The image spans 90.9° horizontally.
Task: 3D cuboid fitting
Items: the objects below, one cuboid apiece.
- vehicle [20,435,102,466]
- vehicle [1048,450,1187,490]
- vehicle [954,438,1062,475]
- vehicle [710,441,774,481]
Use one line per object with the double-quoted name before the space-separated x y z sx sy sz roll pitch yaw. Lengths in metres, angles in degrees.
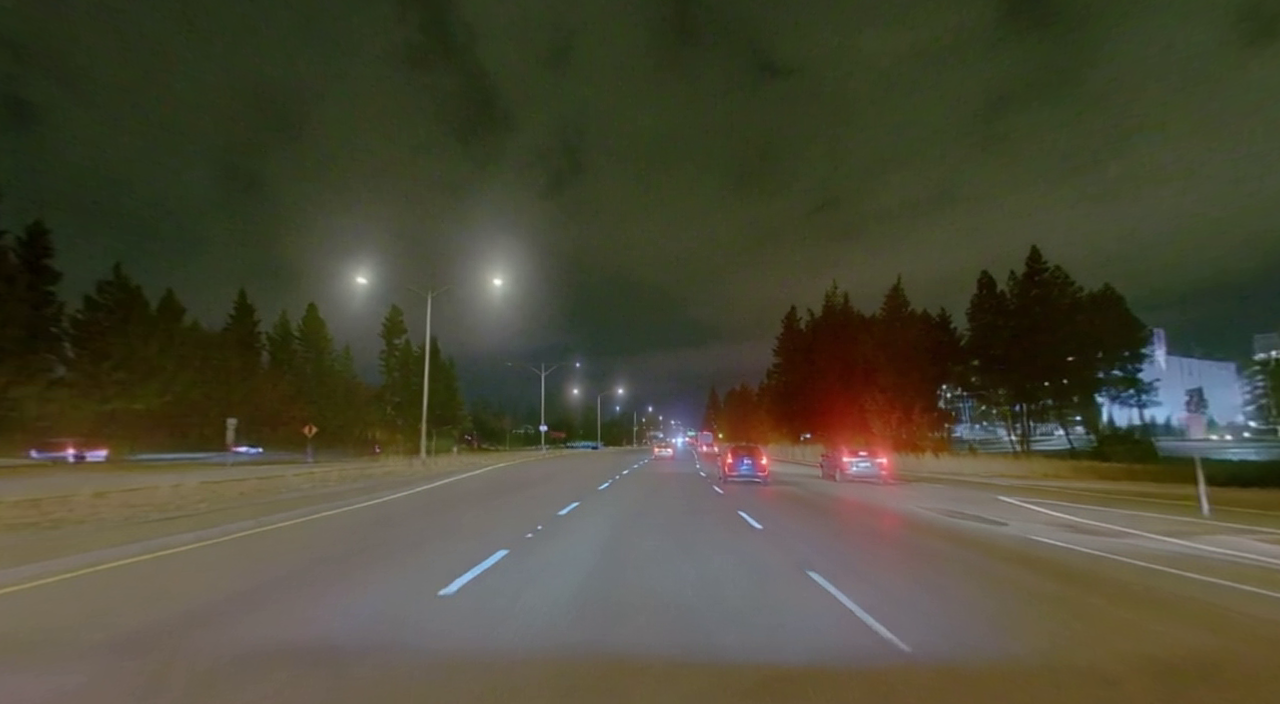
"vehicle" -42.012 7.151 45.891 2.142 2.071 5.381 3 -9 -17
"vehicle" 19.449 4.778 25.905 1.696 1.398 4.190 3 -9 -21
"vehicle" 22.045 6.209 37.788 5.456 1.919 2.222 0 -8 -14
"vehicle" 4.184 4.539 26.483 1.981 1.499 4.536 0 -9 1
